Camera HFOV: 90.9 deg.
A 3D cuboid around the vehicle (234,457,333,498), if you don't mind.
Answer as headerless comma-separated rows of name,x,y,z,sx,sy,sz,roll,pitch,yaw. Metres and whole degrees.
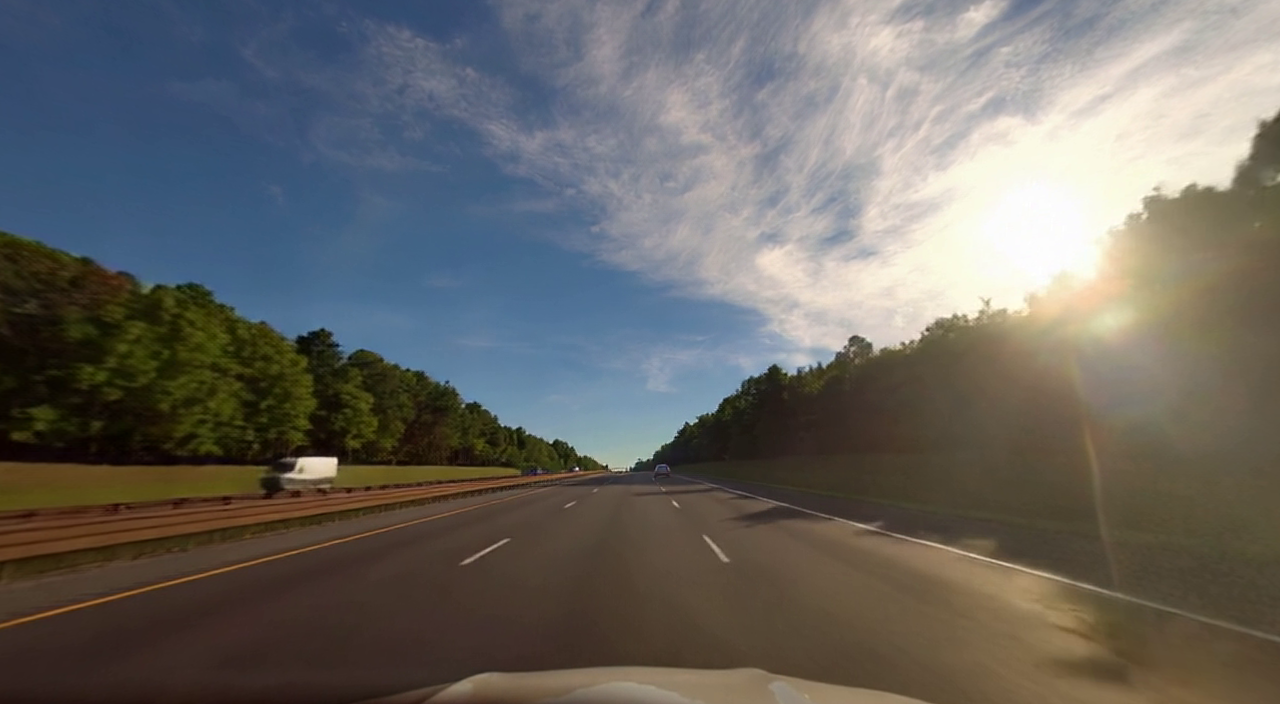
vehicle,-18.047,6.385,32.234,2.067,1.886,4.920,1,-10,1
